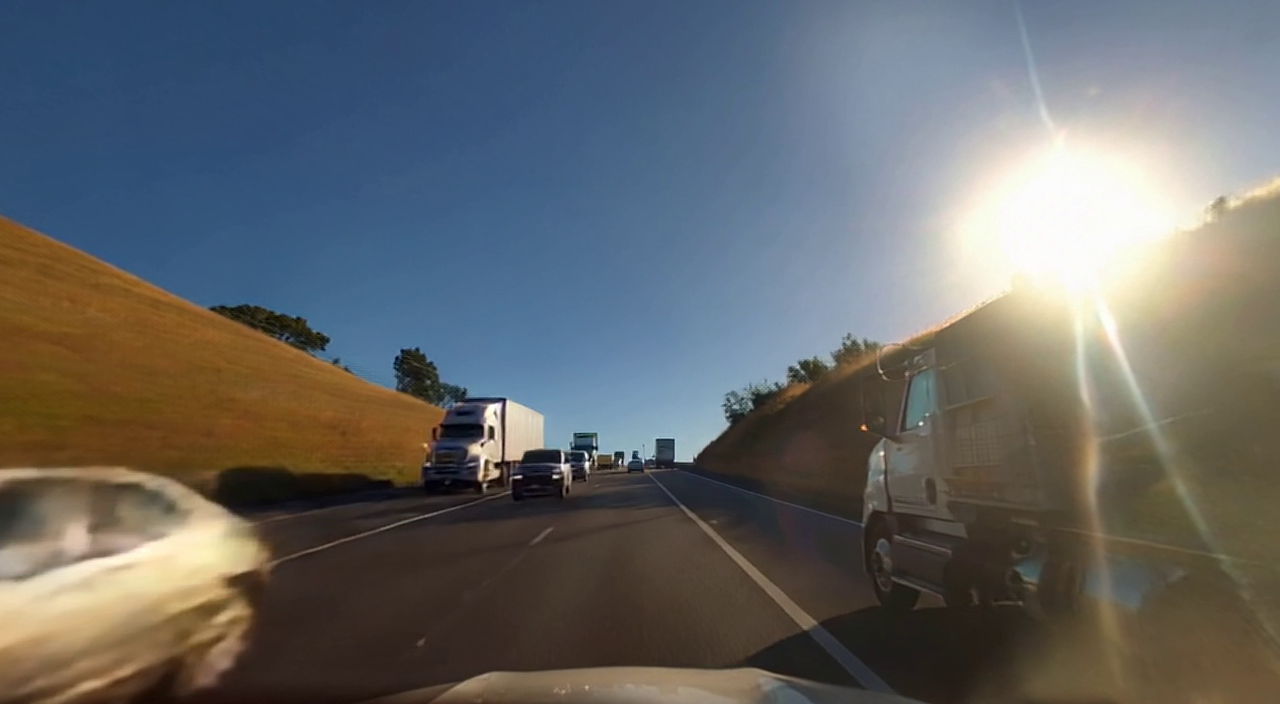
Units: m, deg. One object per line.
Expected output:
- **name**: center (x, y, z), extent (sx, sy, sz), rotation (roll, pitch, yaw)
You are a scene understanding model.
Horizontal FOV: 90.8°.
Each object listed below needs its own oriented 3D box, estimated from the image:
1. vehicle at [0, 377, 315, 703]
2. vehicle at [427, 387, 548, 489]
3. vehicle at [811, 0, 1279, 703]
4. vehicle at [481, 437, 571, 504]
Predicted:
- **vehicle**: center (-3.343, 0.954, 2.631), extent (2.005, 1.598, 3.684), rotation (0, -9, -1)
- **vehicle**: center (-7.191, 4.550, 32.565), extent (2.892, 4.087, 14.120), rotation (0, -9, -1)
- **vehicle**: center (3.137, -0.006, 2.733), extent (2.959, 3.973, 5.928), rotation (0, -9, -1)
- **vehicle**: center (-3.473, 3.687, 20.042), extent (2.088, 1.860, 4.164), rotation (0, -9, -1)
